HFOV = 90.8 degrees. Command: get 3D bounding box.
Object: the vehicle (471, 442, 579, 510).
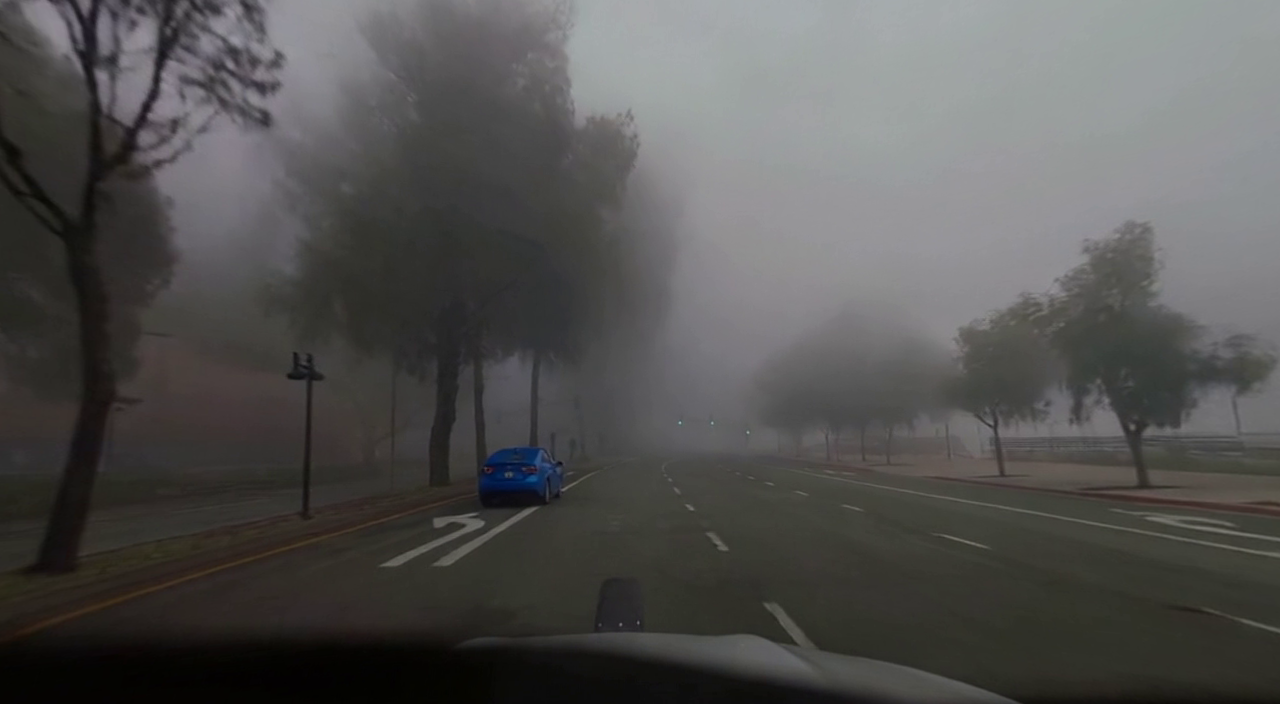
[{"bbox_3d":[-2.811,3.134,16.546,2.042,1.479,4.601,0,-9,-1],"label":"vehicle"}]
